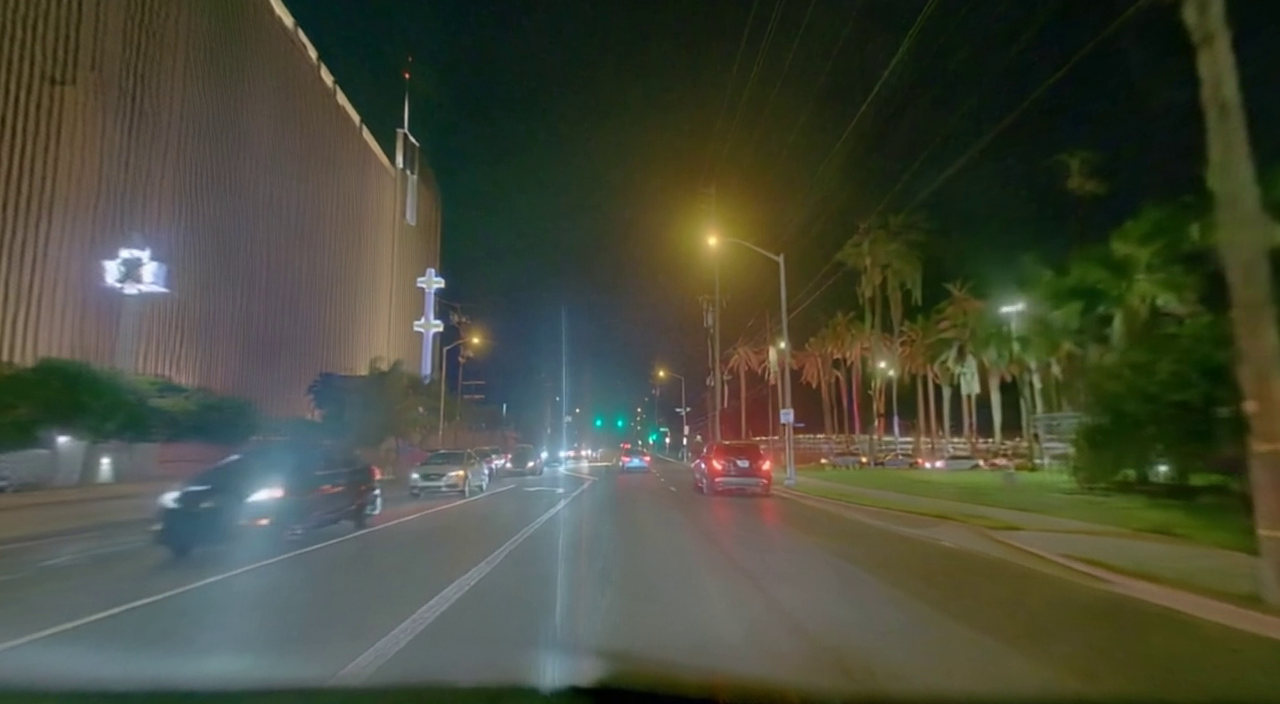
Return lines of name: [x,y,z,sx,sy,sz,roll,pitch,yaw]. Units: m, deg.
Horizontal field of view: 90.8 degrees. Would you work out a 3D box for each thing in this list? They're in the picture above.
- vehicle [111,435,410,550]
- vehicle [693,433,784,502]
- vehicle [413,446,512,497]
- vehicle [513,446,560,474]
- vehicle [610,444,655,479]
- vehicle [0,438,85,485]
vehicle: [-5.763,2.161,10.539,2.083,1.451,4.707,0,-8,0]
vehicle: [2.847,3.459,19.387,1.995,1.858,4.333,0,-8,-1]
vehicle: [-6.042,4.108,22.173,2.135,1.542,4.575,0,-8,0]
vehicle: [-6.111,6.430,37.966,2.074,1.541,4.395,0,-8,0]
vehicle: [-0.359,5.663,32.899,2.196,1.655,3.939,0,-8,0]
vehicle: [-26.231,4.582,26.706,1.889,1.778,4.543,1,-8,-9]
